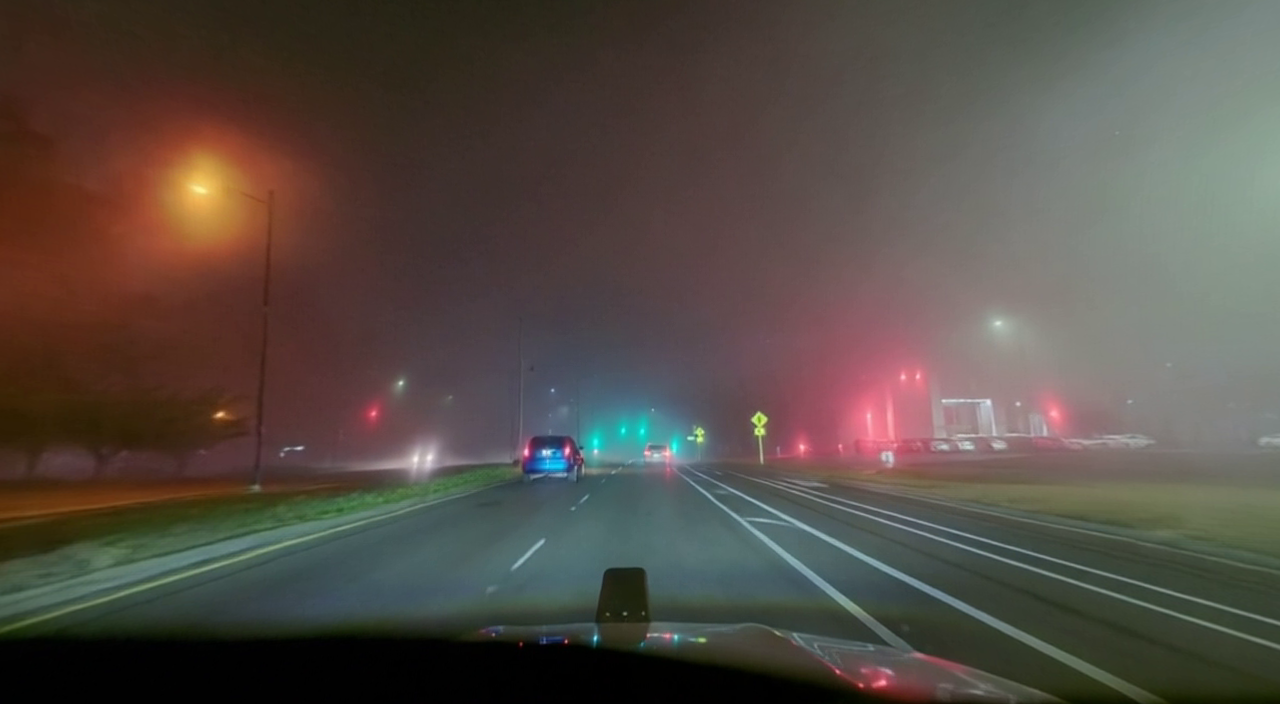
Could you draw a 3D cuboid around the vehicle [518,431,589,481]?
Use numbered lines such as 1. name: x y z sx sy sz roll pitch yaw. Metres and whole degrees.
1. vehicle: -3.346 4.135 25.313 2.150 1.812 4.423 0 -8 1
